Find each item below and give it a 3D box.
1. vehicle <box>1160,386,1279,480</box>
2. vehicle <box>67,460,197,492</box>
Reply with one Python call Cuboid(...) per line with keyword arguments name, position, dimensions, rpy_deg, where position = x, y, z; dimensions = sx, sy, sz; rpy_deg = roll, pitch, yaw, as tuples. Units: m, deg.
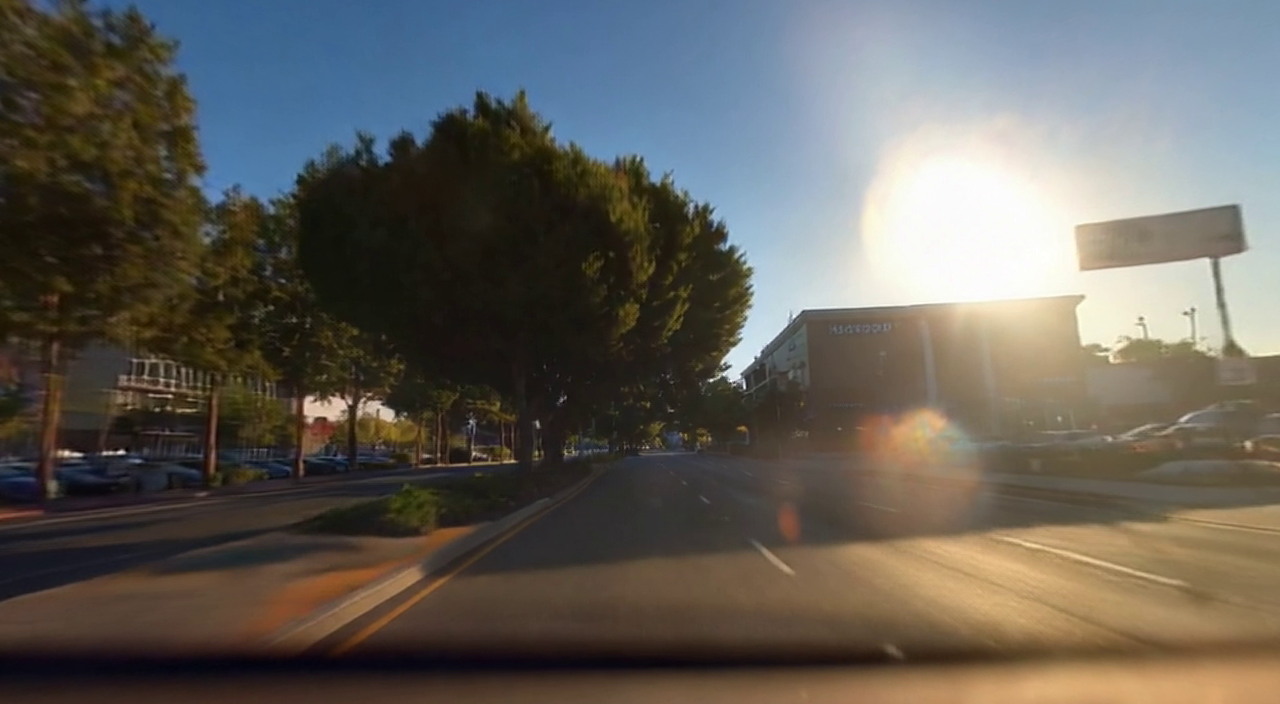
Cuboid(name="vehicle", position=(25.640, 3.358, 25.814), dimensions=(2.718, 3.538, 7.077), rpy_deg=(0, -9, 2))
Cuboid(name="vehicle", position=(-26.371, 6.419, 33.039), dimensions=(4.810, 1.465, 2.056), rpy_deg=(3, -9, -22))
